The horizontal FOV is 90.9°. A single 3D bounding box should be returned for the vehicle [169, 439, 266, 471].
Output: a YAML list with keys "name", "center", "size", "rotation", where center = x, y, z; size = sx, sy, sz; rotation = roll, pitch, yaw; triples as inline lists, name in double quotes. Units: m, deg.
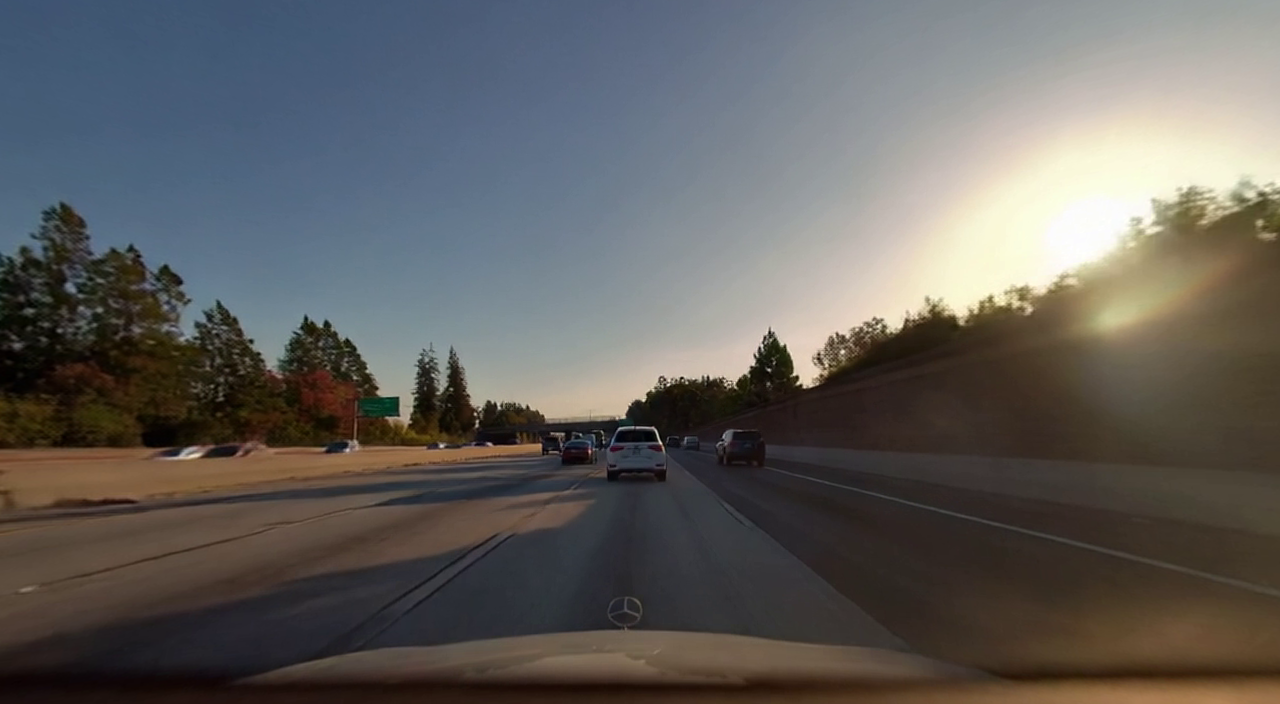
- name: "vehicle"
  center: [-21.647, 5.294, 32.563]
  size: [1.969, 1.521, 4.405]
  rotation: [0, -9, 0]

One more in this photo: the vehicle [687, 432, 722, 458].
- name: "vehicle"
  center: [4.350, 6.332, 43.045]
  size: [2.001, 1.651, 3.916]
  rotation: [0, -9, 0]

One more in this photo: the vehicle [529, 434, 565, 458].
- name: "vehicle"
  center: [-6.990, 7.117, 47.854]
  size: [2.024, 1.706, 4.249]
  rotation: [0, -9, 1]

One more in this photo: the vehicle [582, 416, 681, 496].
- name: "vehicle"
  center: [-0.198, 2.683, 16.543]
  size: [2.233, 1.804, 4.273]
  rotation: [0, -9, 0]

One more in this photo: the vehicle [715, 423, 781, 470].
- name: "vehicle"
  center: [4.569, 4.089, 27.259]
  size: [2.017, 1.847, 4.299]
  rotation: [0, -9, -1]

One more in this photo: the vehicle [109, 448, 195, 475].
- name: "vehicle"
  center: [-28.693, 6.415, 37.226]
  size: [1.721, 1.416, 4.208]
  rotation: [0, -8, 0]
